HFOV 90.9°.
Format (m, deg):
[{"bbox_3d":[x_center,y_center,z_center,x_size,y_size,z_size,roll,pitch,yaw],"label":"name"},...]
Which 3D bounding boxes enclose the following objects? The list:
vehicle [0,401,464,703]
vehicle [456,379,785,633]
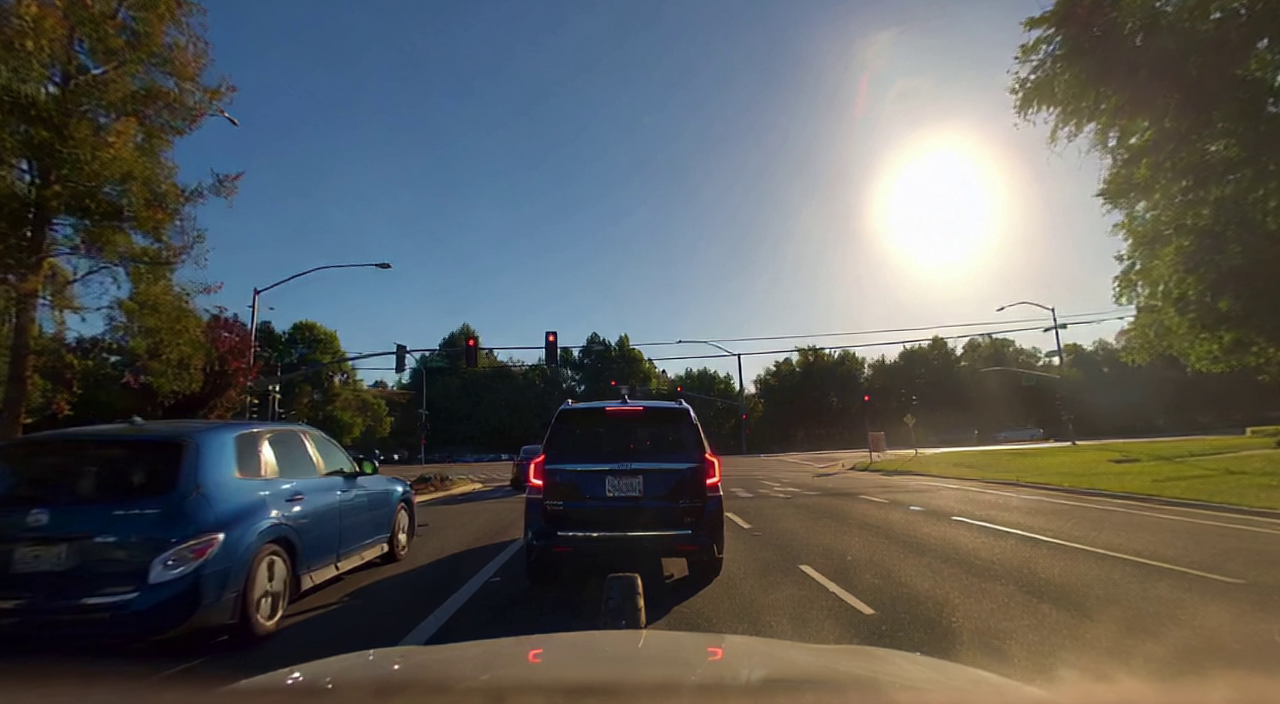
[{"bbox_3d":[-3.308,1.362,5.552,2.061,1.504,5.142,0,-8,0],"label":"vehicle"},{"bbox_3d":[-0.166,1.380,6.573,2.298,1.770,4.138,0,-8,-1],"label":"vehicle"}]
